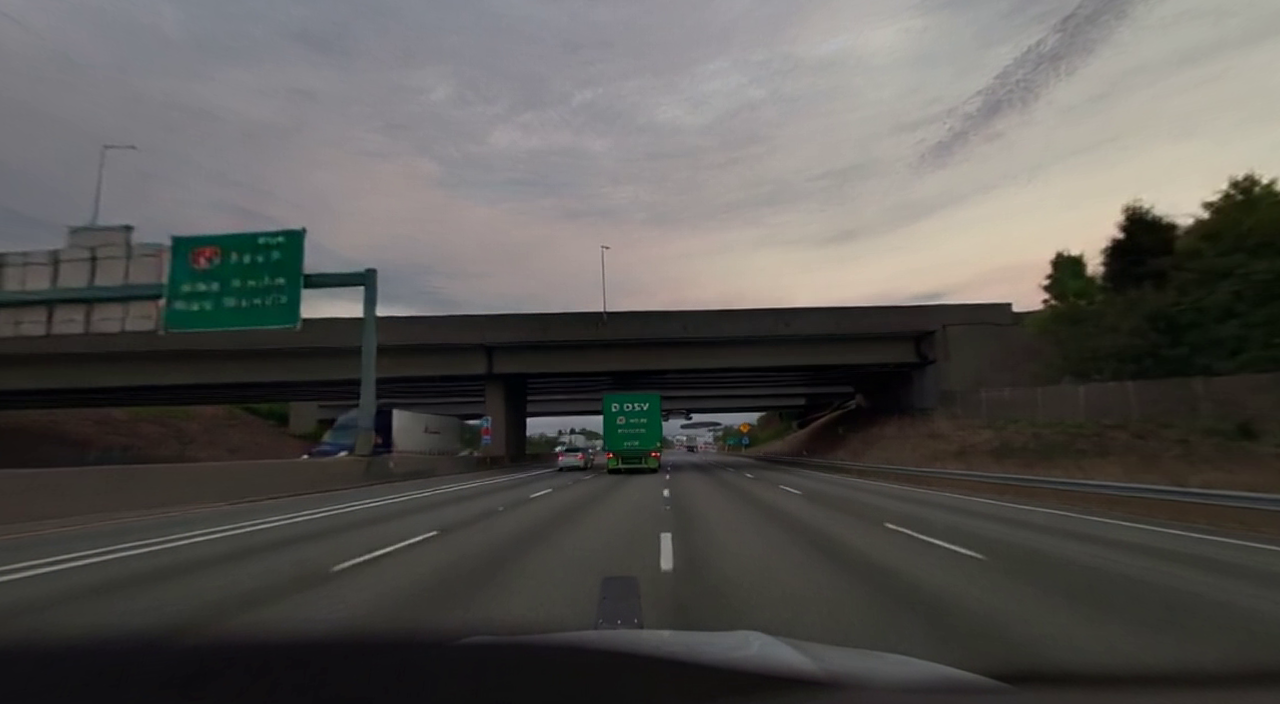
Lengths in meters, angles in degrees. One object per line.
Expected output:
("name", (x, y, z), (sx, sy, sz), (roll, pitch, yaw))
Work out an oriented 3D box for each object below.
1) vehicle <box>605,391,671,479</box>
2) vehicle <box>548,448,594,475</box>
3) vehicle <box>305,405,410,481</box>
("vehicle", (0.085, 4.812, 35.500), (3.025, 4.002, 12.709), (-1, -9, 2))
("vehicle", (-3.940, 6.329, 36.679), (1.958, 1.467, 4.737), (-1, -9, 3))
("vehicle", (-15.990, 5.271, 36.154), (3.017, 3.970, 5.806), (-1, -9, 3))
